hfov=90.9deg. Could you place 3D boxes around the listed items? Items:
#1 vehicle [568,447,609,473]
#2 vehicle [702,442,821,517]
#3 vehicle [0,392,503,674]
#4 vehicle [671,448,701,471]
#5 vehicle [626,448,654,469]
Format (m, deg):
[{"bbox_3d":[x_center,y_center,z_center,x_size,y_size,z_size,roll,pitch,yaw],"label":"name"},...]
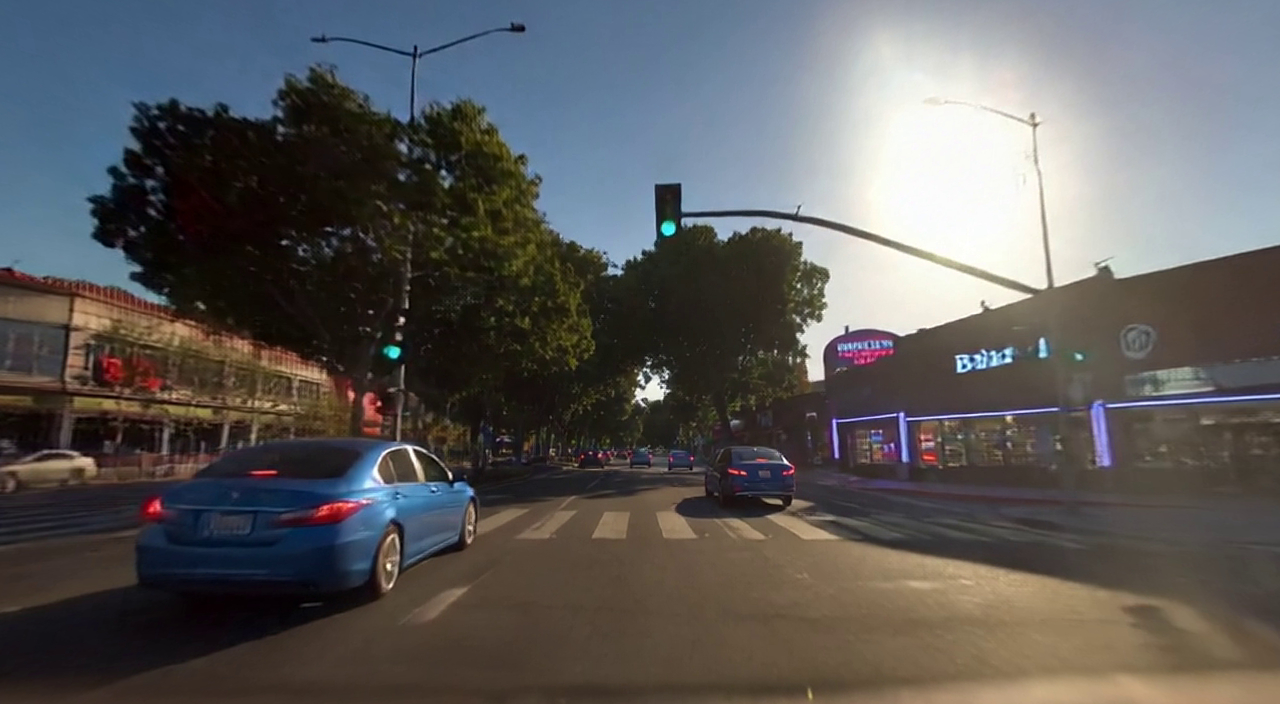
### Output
[{"bbox_3d":[-3.099,6.616,38.887,2.040,1.471,4.211,0,-8,2],"label":"vehicle"},{"bbox_3d":[2.709,2.940,15.097,1.946,1.513,4.133,0,-8,-1],"label":"vehicle"},{"bbox_3d":[-2.986,1.427,6.282,2.032,1.639,5.037,0,-8,1],"label":"vehicle"},{"bbox_3d":[3.331,7.871,46.299,1.931,1.552,4.125,0,-8,0],"label":"vehicle"},{"bbox_3d":[-0.058,8.045,47.643,2.070,1.460,4.118,0,-8,-1],"label":"vehicle"}]
